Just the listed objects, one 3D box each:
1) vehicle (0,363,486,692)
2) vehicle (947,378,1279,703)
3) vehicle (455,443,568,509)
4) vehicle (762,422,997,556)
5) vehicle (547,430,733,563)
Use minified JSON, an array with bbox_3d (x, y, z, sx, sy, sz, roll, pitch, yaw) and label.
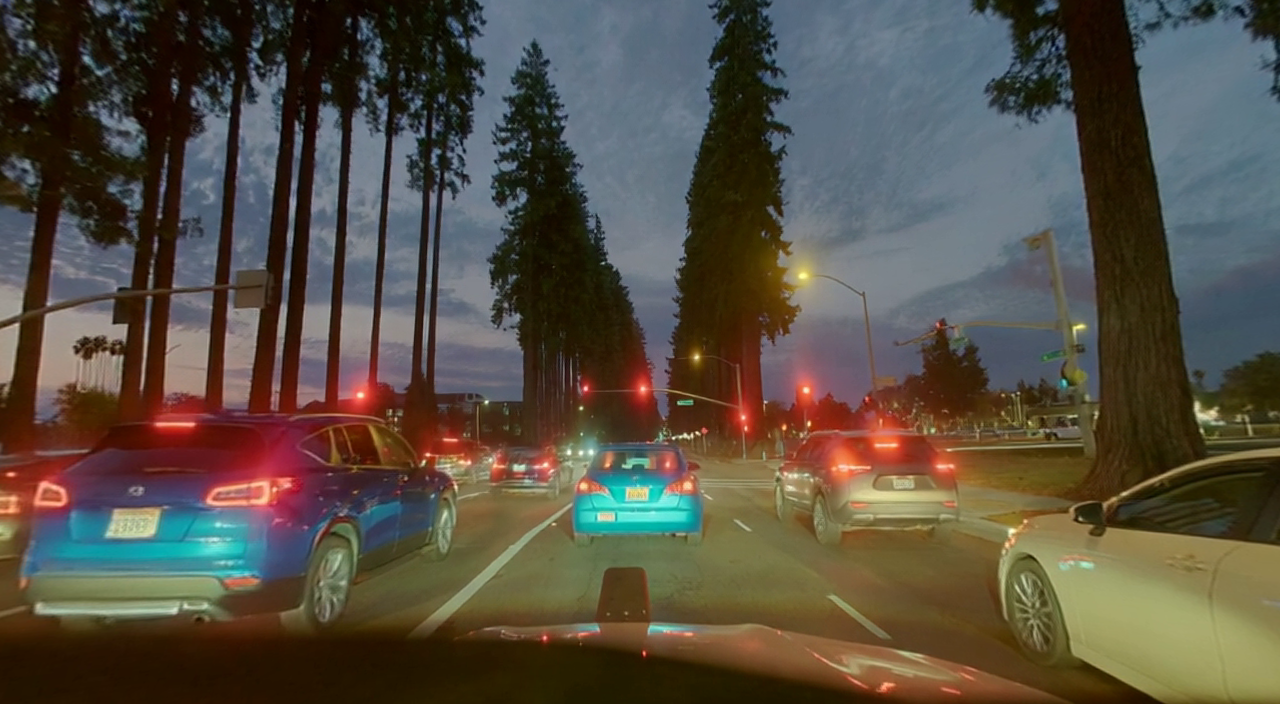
[{"bbox_3d":[-3.126,1.281,5.764,2.168,1.750,4.625,-1,-9,1],"label":"vehicle"},{"bbox_3d":[3.320,0.968,2.825,1.899,1.588,3.888,0,-9,0],"label":"vehicle"},{"bbox_3d":[-3.072,3.053,16.018,1.975,1.420,4.196,0,-9,1],"label":"vehicle"},{"bbox_3d":[3.420,2.046,10.121,2.040,1.647,4.379,0,-9,0],"label":"vehicle"},{"bbox_3d":[-0.018,1.968,9.317,2.147,1.507,3.953,0,-9,-1],"label":"vehicle"}]
